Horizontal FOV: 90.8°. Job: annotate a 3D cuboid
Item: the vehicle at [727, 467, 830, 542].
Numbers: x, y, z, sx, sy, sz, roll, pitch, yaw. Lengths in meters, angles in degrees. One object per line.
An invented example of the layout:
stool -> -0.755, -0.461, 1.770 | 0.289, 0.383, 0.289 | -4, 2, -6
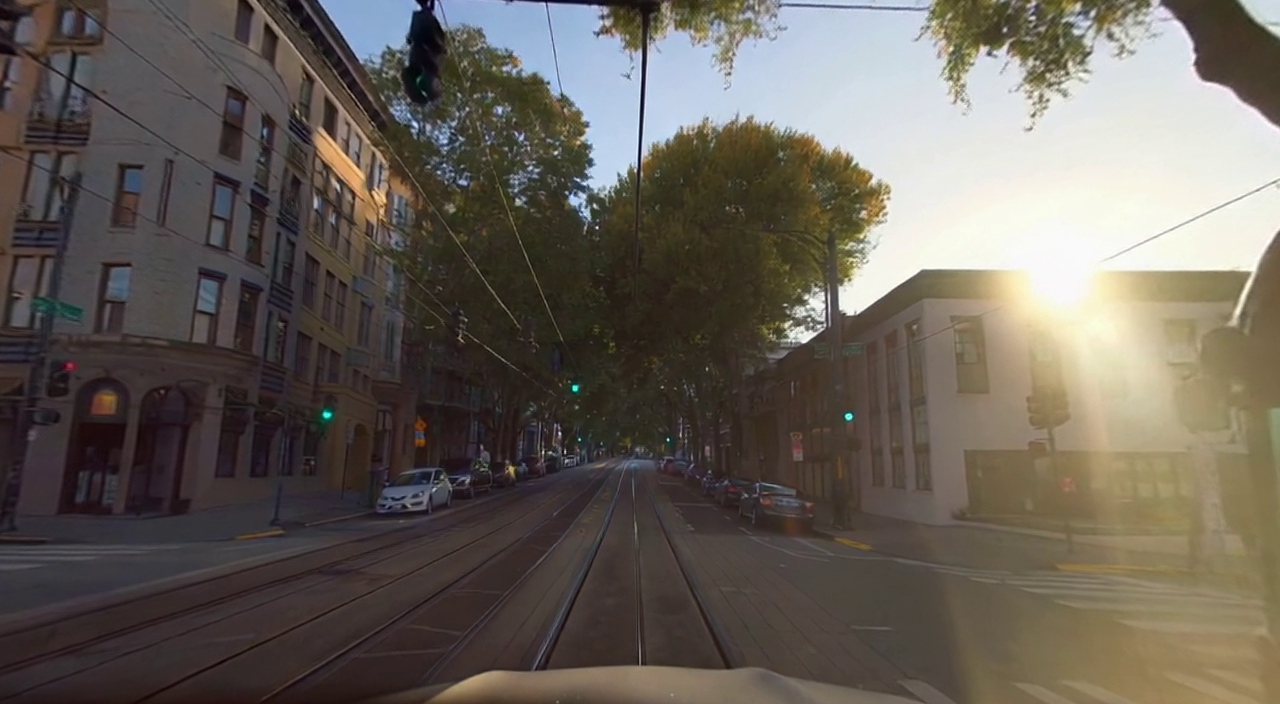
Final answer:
vehicle -> 3.850, 4.293, 18.311 | 1.929, 1.723, 4.134 | 0, -9, -2

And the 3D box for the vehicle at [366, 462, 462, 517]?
vehicle -> -7.412, 4.685, 21.135 | 1.779, 1.588, 3.953 | 2, -15, -2

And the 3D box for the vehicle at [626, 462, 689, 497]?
vehicle -> 0.856, 6.604, 32.953 | 1.984, 1.571, 3.404 | 4, -9, -24

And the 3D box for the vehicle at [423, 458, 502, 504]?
vehicle -> -7.405, 5.486, 26.919 | 1.861, 1.751, 4.550 | 1, -11, 2
